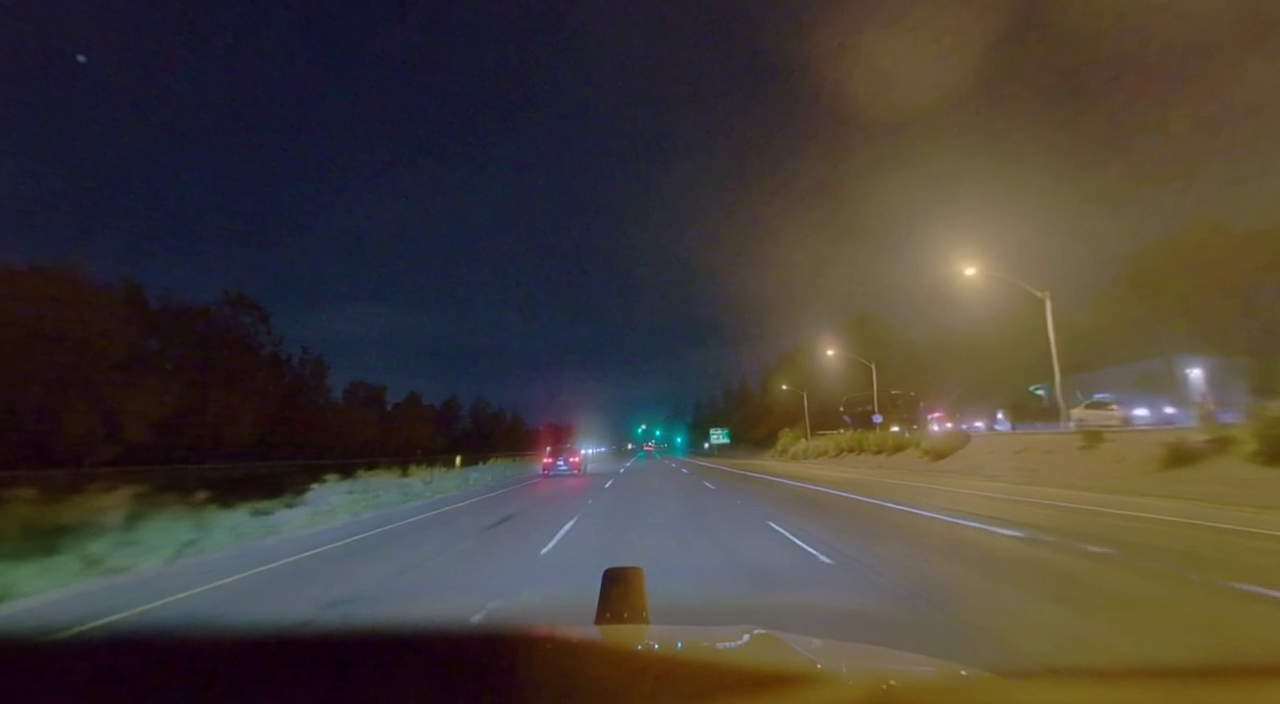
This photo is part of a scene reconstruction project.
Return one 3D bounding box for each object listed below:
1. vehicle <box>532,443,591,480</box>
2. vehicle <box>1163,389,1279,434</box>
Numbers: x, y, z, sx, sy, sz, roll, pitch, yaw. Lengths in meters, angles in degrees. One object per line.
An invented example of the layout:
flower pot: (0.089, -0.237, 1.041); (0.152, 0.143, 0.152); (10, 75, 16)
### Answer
vehicle: (-3.506, 4.966, 28.883); (2.021, 1.526, 4.385); (0, -8, 2)
vehicle: (21.302, 2.146, 22.250); (4.015, 1.437, 1.908); (-5, -10, 30)
